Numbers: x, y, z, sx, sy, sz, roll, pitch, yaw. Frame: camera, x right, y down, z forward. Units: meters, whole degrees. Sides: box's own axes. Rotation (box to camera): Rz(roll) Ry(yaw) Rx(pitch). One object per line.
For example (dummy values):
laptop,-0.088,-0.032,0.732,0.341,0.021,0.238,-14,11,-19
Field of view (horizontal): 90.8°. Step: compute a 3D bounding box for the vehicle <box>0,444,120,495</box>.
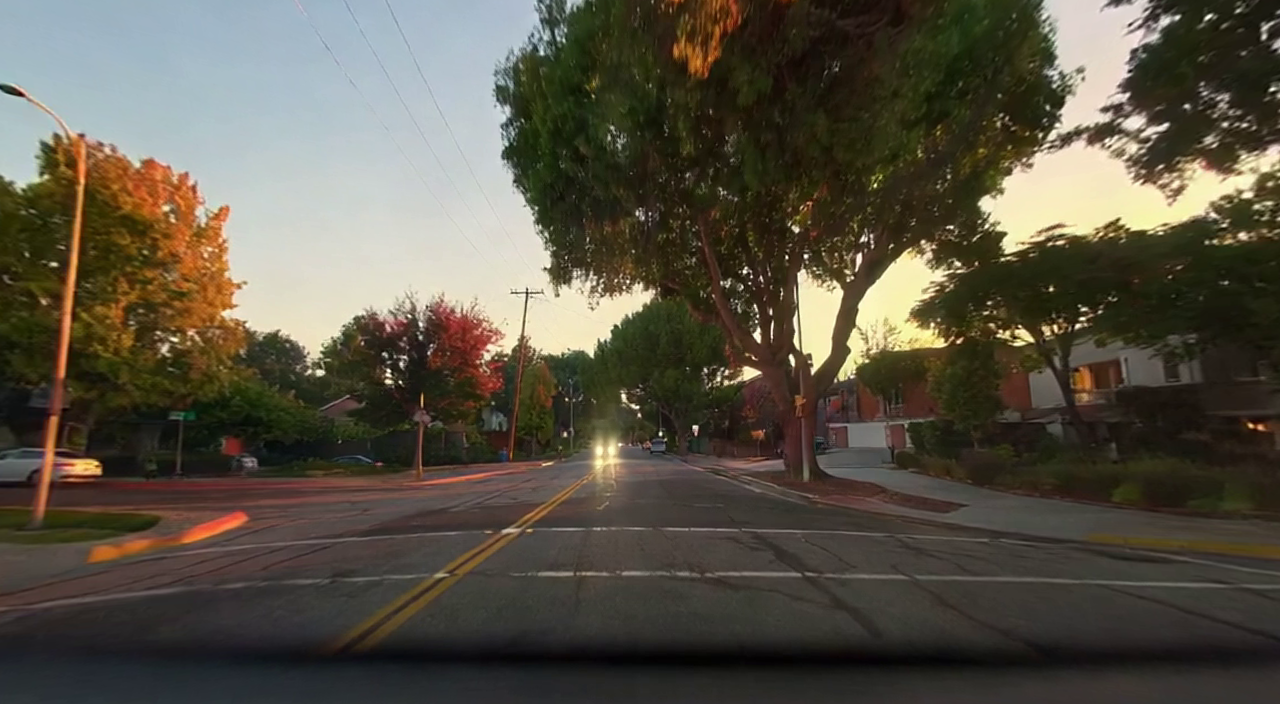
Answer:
vehicle,-19.391,3.646,19.806,4.354,1.471,1.935,0,-8,-1
